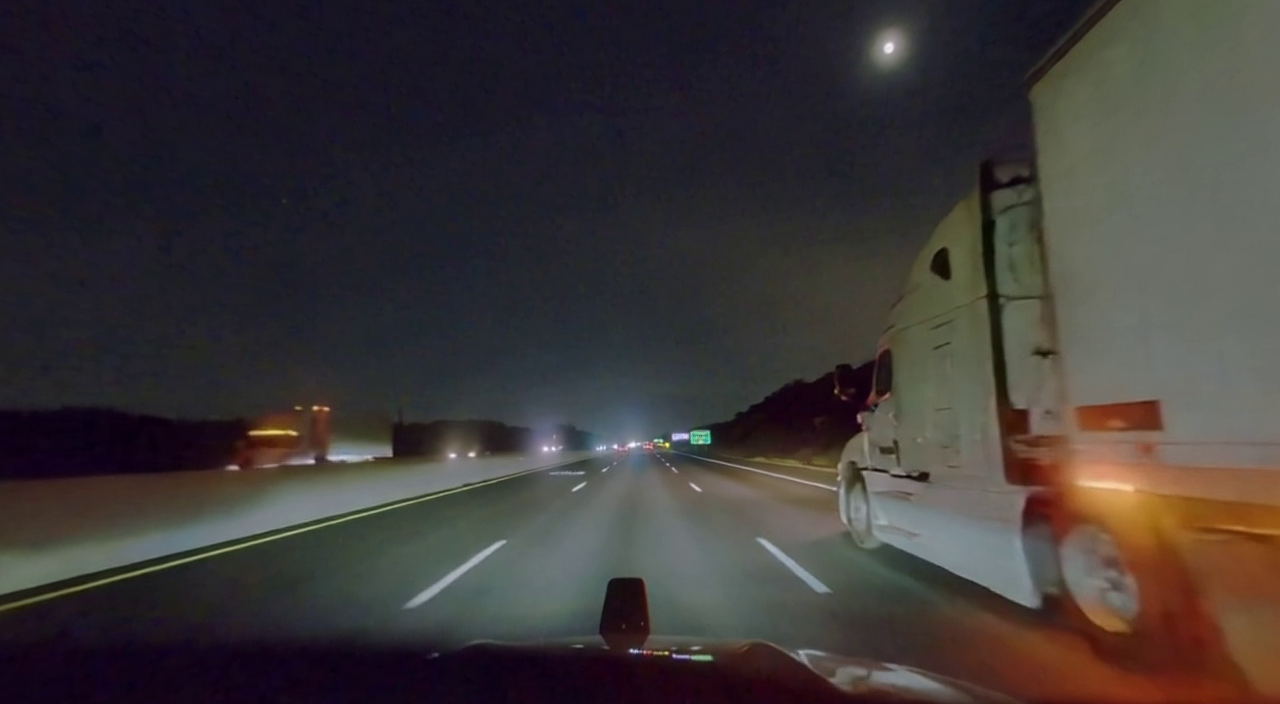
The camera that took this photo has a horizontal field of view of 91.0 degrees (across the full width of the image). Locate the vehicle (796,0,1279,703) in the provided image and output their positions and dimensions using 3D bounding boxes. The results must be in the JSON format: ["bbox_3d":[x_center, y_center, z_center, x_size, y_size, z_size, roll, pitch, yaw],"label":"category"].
[{"bbox_3d":[3.747,0.109,5.524,3.079,3.852,6.223,0,-8,0],"label":"vehicle"}]

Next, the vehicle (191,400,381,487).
[{"bbox_3d":[-19.628,5.338,36.773,2.919,4.097,14.005,0,-8,0],"label":"vehicle"}]
